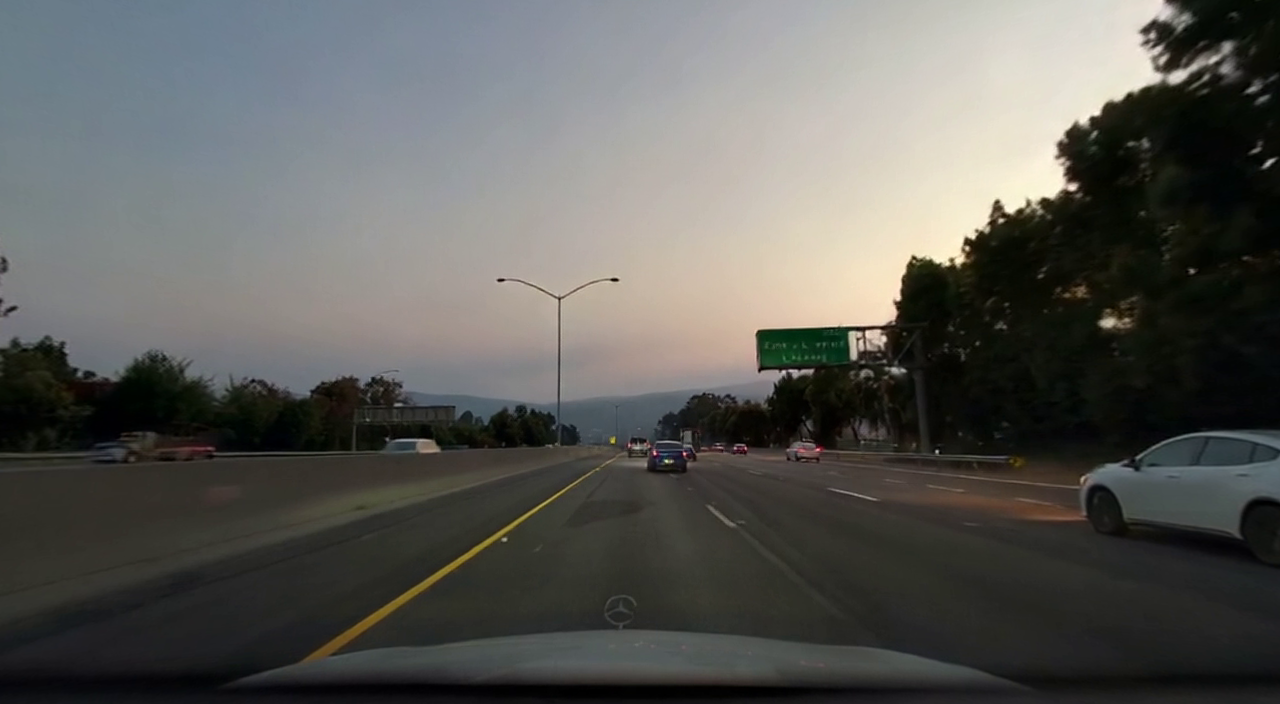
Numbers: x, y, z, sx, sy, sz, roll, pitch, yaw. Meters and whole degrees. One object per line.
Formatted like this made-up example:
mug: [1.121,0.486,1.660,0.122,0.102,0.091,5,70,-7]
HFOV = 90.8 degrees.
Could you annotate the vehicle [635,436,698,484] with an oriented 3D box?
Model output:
vehicle: [0.869,3.857,23.040,1.864,1.566,4.446,0,-8,-3]

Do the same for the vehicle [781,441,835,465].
vehicle: [10.812,6.546,41.035,2.087,1.442,4.834,0,-8,-1]

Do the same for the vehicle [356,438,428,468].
vehicle: [-9.910,4.024,25.489,1.628,1.069,3.386,1,-8,-2]

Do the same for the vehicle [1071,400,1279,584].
vehicle: [6.918,1.360,6.278,2.027,1.679,4.543,0,-8,0]
